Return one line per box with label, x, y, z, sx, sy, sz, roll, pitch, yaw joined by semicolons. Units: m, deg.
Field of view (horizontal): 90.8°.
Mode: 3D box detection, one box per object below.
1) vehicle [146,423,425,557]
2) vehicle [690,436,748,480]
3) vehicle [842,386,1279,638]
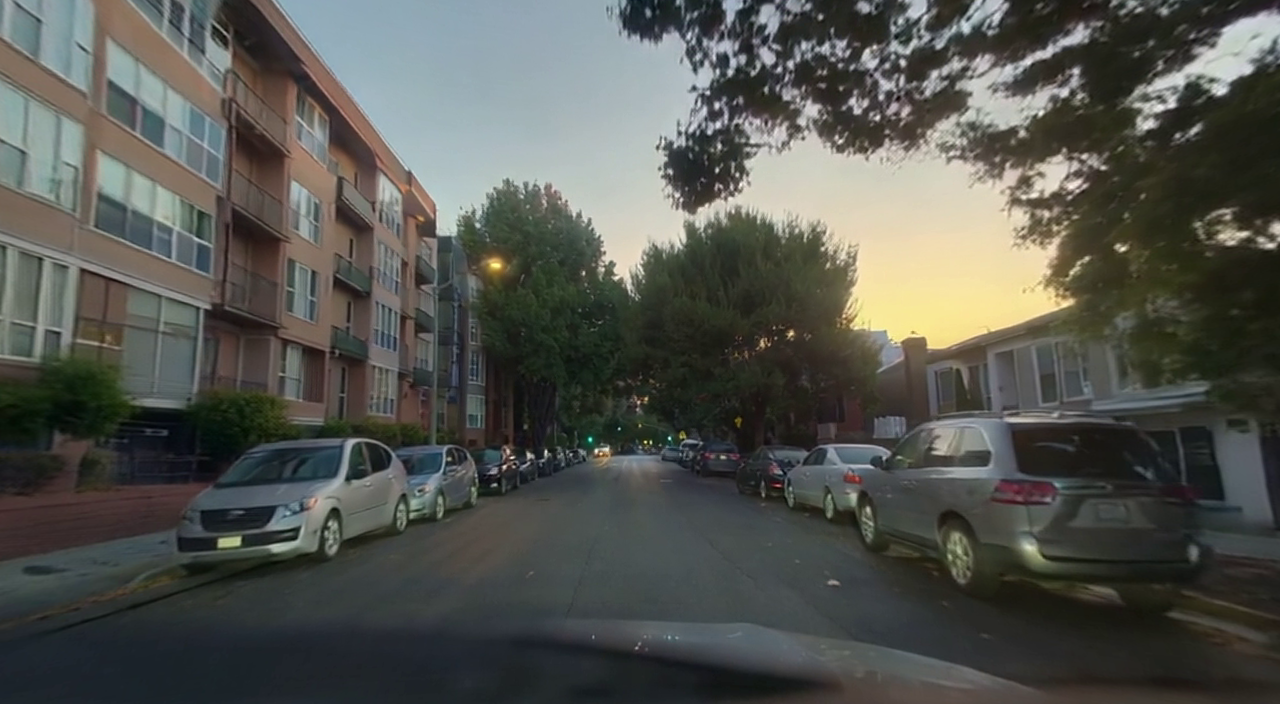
vehicle;-5.141;2.003;9.923;2.274;1.679;3.639;0;-8;-1
vehicle;3.481;4.762;28.747;1.912;1.781;5.159;0;-8;-1
vehicle;3.881;1.512;7.045;1.911;1.835;4.599;0;-8;3
